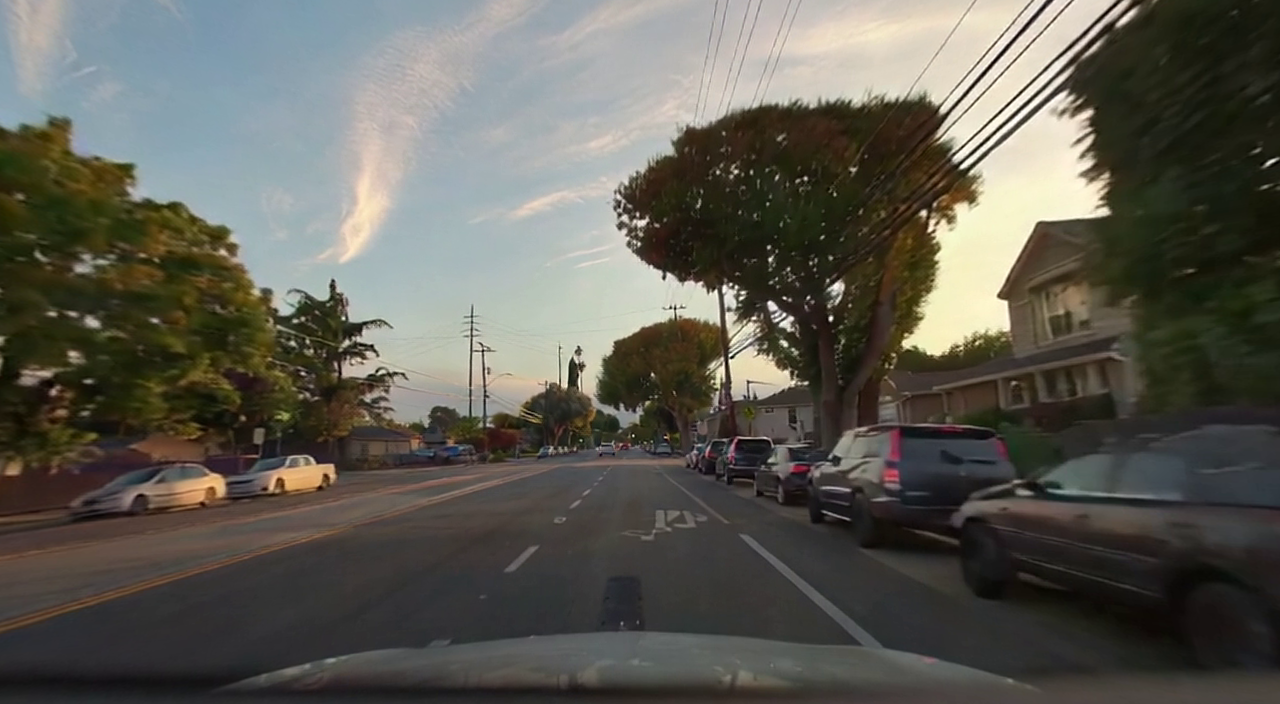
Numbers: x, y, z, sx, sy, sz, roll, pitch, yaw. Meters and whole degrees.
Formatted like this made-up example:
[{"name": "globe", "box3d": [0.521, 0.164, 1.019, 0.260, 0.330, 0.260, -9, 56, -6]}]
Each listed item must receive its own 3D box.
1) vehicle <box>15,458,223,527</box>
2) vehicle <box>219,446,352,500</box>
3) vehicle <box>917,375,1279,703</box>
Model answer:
[{"name": "vehicle", "box3d": [-13.678, 3.663, 17.034, 1.909, 1.496, 4.421, 0, -9, -2]}, {"name": "vehicle", "box3d": [-13.776, 4.692, 25.088, 2.229, 1.878, 5.540, 1, -9, -2]}, {"name": "vehicle", "box3d": [3.855, 1.167, 4.231, 1.847, 1.687, 4.554, 0, -9, -1]}]
